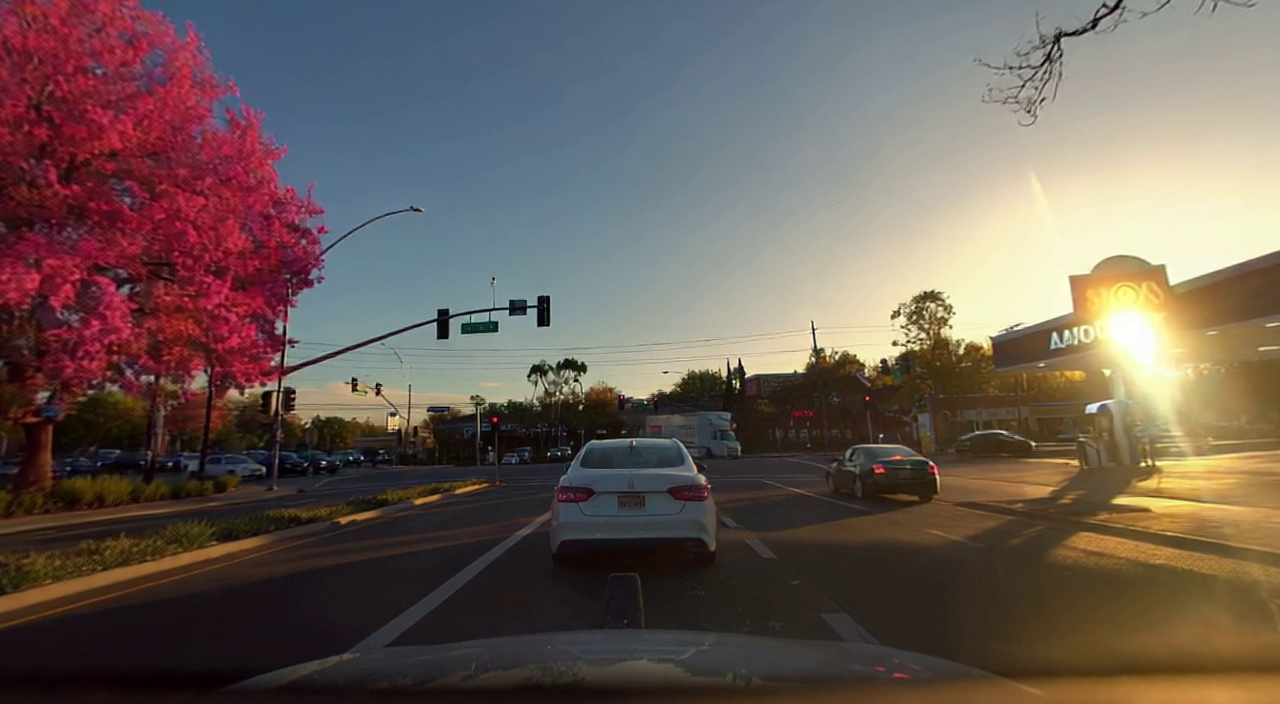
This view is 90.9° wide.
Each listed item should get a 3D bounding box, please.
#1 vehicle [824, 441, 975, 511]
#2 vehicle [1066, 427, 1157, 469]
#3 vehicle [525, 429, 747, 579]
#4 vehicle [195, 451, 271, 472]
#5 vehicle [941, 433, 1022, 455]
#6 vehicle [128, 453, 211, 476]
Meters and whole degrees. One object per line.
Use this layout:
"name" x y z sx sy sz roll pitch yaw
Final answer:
"vehicle" 6.334 3.039 16.041 1.942 1.511 4.390 0 -8 0
"vehicle" 18.547 3.738 24.707 4.300 1.495 2.053 8 -12 -44
"vehicle" -0.063 1.822 8.399 2.213 1.482 4.057 0 -8 -1
"vehicle" -30.144 8.123 46.755 4.466 1.438 1.837 -1 -8 5
"vehicle" 23.712 6.409 43.891 4.458 1.510 1.947 -1 -8 9
"vehicle" -32.935 7.856 44.149 4.609 1.465 1.944 -2 -8 10
